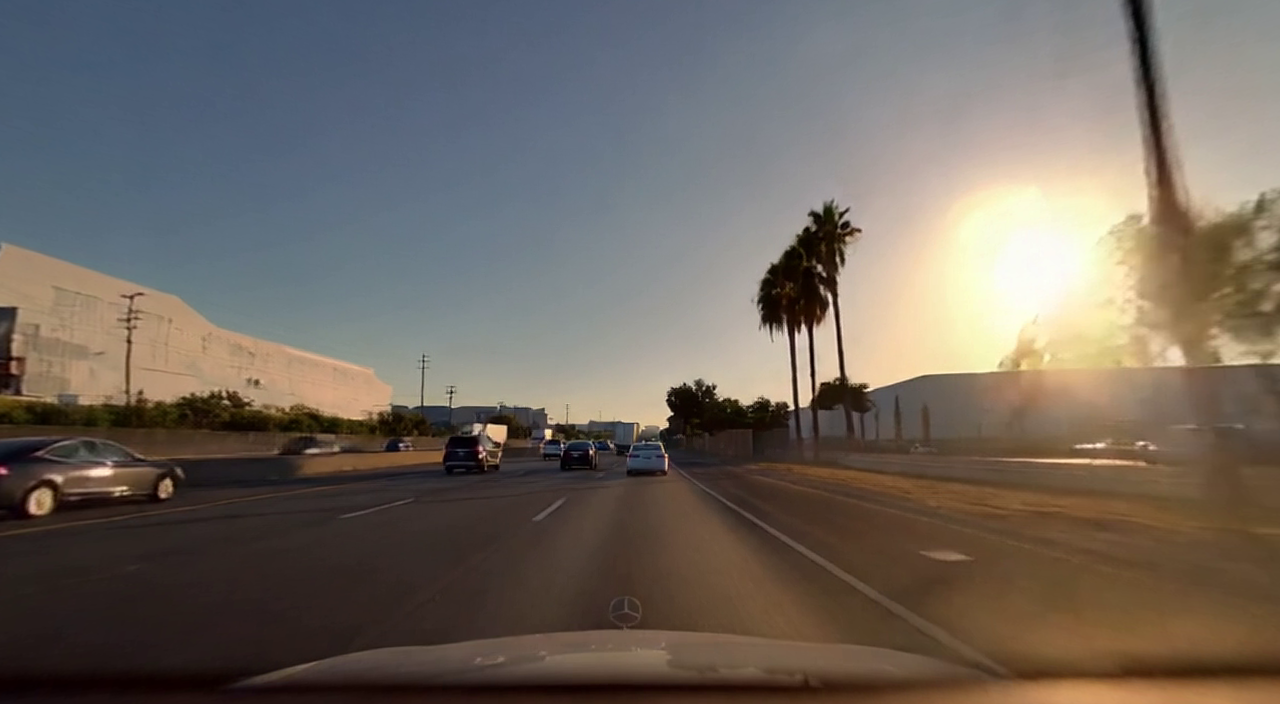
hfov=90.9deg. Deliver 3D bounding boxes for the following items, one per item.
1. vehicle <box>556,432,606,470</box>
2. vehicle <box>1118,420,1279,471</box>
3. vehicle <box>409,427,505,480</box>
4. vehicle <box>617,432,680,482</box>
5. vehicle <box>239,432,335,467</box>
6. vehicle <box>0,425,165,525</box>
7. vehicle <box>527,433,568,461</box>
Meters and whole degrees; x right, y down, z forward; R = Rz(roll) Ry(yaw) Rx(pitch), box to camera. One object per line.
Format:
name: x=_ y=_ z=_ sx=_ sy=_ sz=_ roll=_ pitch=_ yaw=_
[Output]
vehicle: x=-3.074 y=5.244 z=33.598 sx=2.108 sy=1.832 sz=4.549 roll=0 pitch=-8 yaw=2
vehicle: x=35.225 y=5.838 z=39.670 sx=2.768 sy=2.798 sz=9.669 roll=0 pitch=-8 yaw=0
vehicle: x=-6.773 y=3.818 z=23.938 sx=2.105 sy=1.790 sz=4.689 roll=0 pitch=-8 yaw=2
vehicle: x=0.289 y=3.860 z=23.480 sx=2.136 sy=1.678 sz=4.052 roll=0 pitch=-8 yaw=1
vehicle: x=-16.944 y=4.705 z=30.569 sx=1.900 sy=1.540 sz=4.670 roll=0 pitch=-8 yaw=1
vehicle: x=-10.667 y=1.974 z=10.250 sx=1.910 sy=1.501 sz=5.004 roll=0 pitch=-8 yaw=1
vehicle: x=-6.704 y=6.974 z=46.406 sx=2.085 sy=1.932 sz=4.967 roll=0 pitch=-8 yaw=2
